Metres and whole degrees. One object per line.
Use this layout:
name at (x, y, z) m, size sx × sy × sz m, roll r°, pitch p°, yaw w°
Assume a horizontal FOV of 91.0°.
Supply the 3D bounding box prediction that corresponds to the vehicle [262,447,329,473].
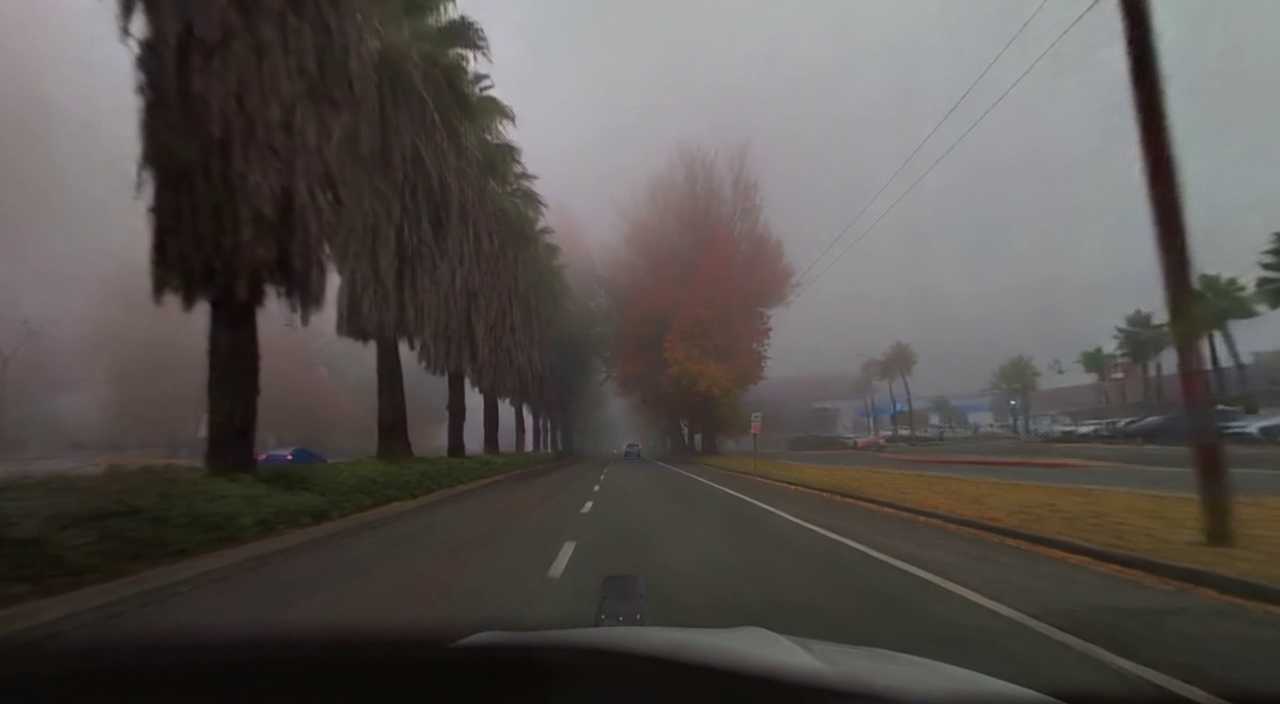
vehicle at (-23.088, 7.221, 42.399) m, size 1.994 × 1.652 × 4.570 m, roll 1°, pitch -9°, yaw -2°
